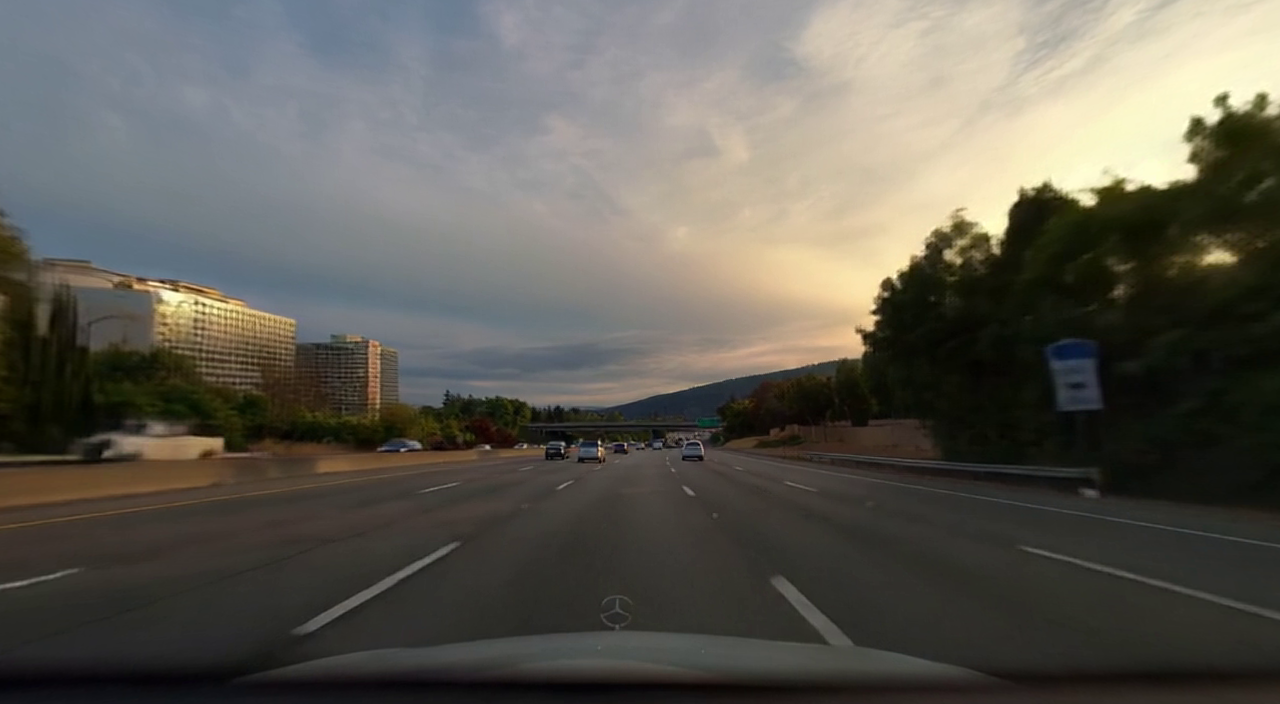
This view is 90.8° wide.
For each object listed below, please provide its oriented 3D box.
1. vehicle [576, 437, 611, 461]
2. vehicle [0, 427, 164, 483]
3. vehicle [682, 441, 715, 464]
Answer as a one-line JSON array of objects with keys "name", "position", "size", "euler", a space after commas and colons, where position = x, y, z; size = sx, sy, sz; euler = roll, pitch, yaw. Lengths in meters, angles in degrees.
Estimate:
[{"name": "vehicle", "position": [-3.473, 7.385, 48.143], "size": [2.179, 1.693, 4.204], "euler": [0, -8, 2]}, {"name": "vehicle", "position": [-23.749, 4.332, 26.939], "size": [2.257, 2.096, 5.778], "euler": [0, -8, 1]}, {"name": "vehicle", "position": [4.060, 7.030, 44.345], "size": [1.967, 1.475, 4.080], "euler": [0, -8, 1]}]
